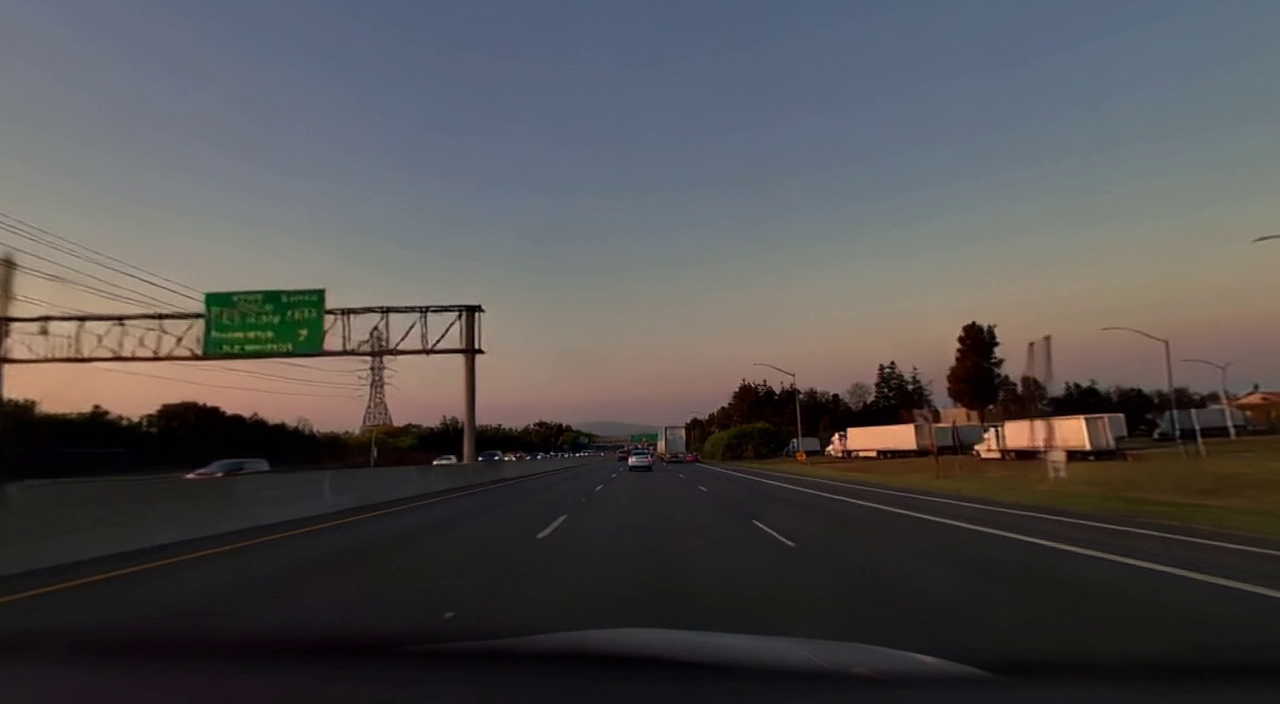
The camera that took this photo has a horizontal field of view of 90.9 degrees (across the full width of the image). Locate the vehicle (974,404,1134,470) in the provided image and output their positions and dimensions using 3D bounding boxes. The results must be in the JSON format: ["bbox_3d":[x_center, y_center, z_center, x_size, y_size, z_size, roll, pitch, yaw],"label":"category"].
[{"bbox_3d":[31.801,6.853,49.779,3.055,4.465,14.288,0,-9,1],"label":"vehicle"}]

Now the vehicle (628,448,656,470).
[{"bbox_3d":[0.137,8.216,48.666,2.111,1.599,3.859,0,-9,0],"label":"vehicle"}]
